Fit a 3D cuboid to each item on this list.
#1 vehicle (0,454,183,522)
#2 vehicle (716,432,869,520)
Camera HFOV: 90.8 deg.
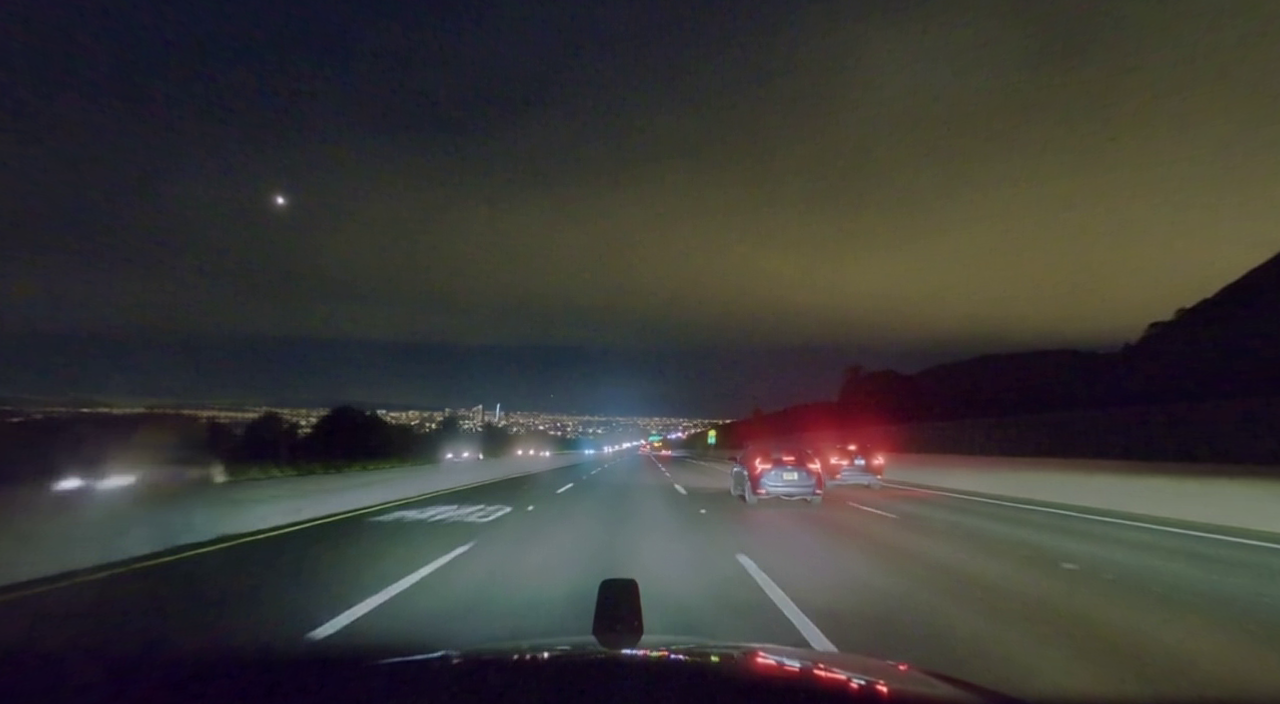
[{"bbox_3d":[-15.018,3.503,16.872,1.974,1.491,4.688,0,-8,2],"label":"vehicle"},{"bbox_3d":[2.951,2.513,13.404,1.982,1.533,4.612,0,-8,-2],"label":"vehicle"}]
